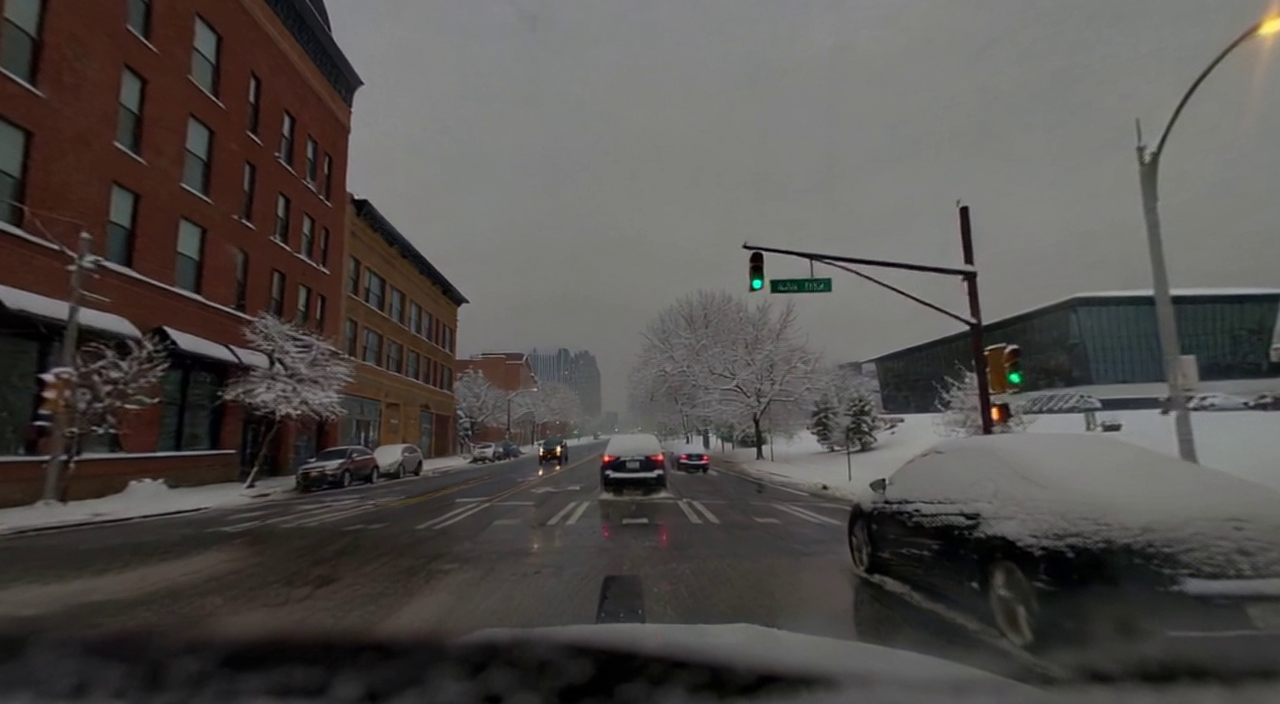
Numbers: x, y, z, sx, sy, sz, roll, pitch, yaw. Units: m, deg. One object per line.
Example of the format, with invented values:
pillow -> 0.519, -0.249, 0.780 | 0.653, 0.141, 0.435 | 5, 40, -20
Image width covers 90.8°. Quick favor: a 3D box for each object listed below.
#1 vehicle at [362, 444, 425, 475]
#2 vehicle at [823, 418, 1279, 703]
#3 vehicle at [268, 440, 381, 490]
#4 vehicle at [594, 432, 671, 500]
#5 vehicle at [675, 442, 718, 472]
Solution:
vehicle -> -14.331, 6.240, 36.953 | 1.891, 1.659, 4.360 | 0, -9, 0
vehicle -> 3.288, 1.425, 5.441 | 2.026, 1.499, 4.662 | 0, -9, 0
vehicle -> -14.267, 5.116, 29.060 | 2.191, 2.011, 5.556 | -1, -9, 2
vehicle -> -0.239, 3.453, 19.575 | 2.105, 1.842, 4.537 | 0, -9, -1
vehicle -> 2.958, 5.599, 33.862 | 1.852, 1.462, 4.155 | 0, -9, -1
